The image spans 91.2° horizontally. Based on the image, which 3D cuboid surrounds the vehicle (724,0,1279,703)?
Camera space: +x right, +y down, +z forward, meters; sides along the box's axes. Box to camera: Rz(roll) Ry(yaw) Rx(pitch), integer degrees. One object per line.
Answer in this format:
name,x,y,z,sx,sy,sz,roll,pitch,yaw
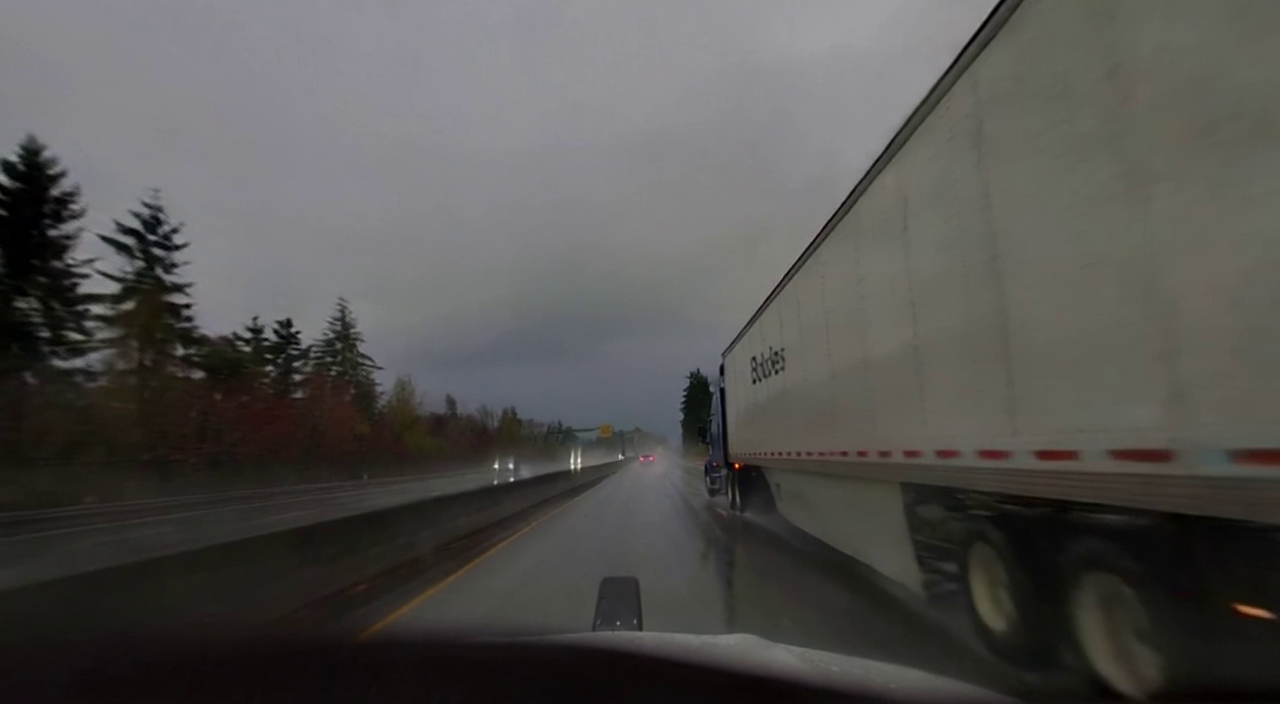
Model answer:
vehicle,4.236,0.857,10.303,3.537,4.071,17.399,-1,-9,1
